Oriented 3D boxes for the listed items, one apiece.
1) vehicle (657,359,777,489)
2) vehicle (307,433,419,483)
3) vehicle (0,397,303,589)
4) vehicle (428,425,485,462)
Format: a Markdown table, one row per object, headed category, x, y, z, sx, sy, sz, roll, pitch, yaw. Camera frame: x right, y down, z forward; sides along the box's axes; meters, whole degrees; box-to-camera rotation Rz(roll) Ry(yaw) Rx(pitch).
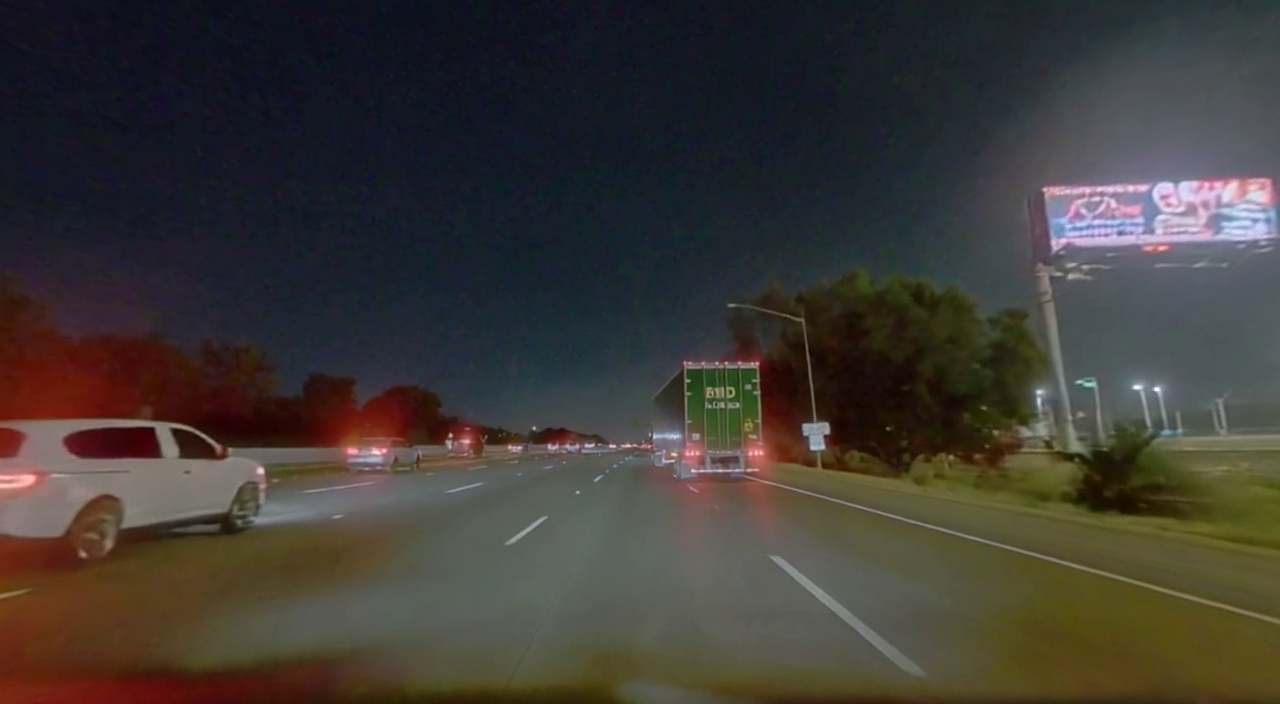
| category | x | y | z | sx | sy | sz | roll | pitch | yaw |
| --- | --- | --- | --- | --- | --- | --- | --- | --- | --- |
| vehicle | 2.529 | 3.279 | 26.786 | 2.891 | 3.944 | 15.051 | 0 | -8 | -1 |
| vehicle | -10.399 | 4.021 | 24.174 | 2.045 | 1.697 | 4.844 | 0 | -8 | 1 |
| vehicle | -6.765 | 1.602 | 7.926 | 2.067 | 1.711 | 5.282 | 0 | -8 | 1 |
| vehicle | -13.658 | 6.933 | 47.571 | 2.307 | 2.571 | 6.260 | 0 | -8 | 1 |
